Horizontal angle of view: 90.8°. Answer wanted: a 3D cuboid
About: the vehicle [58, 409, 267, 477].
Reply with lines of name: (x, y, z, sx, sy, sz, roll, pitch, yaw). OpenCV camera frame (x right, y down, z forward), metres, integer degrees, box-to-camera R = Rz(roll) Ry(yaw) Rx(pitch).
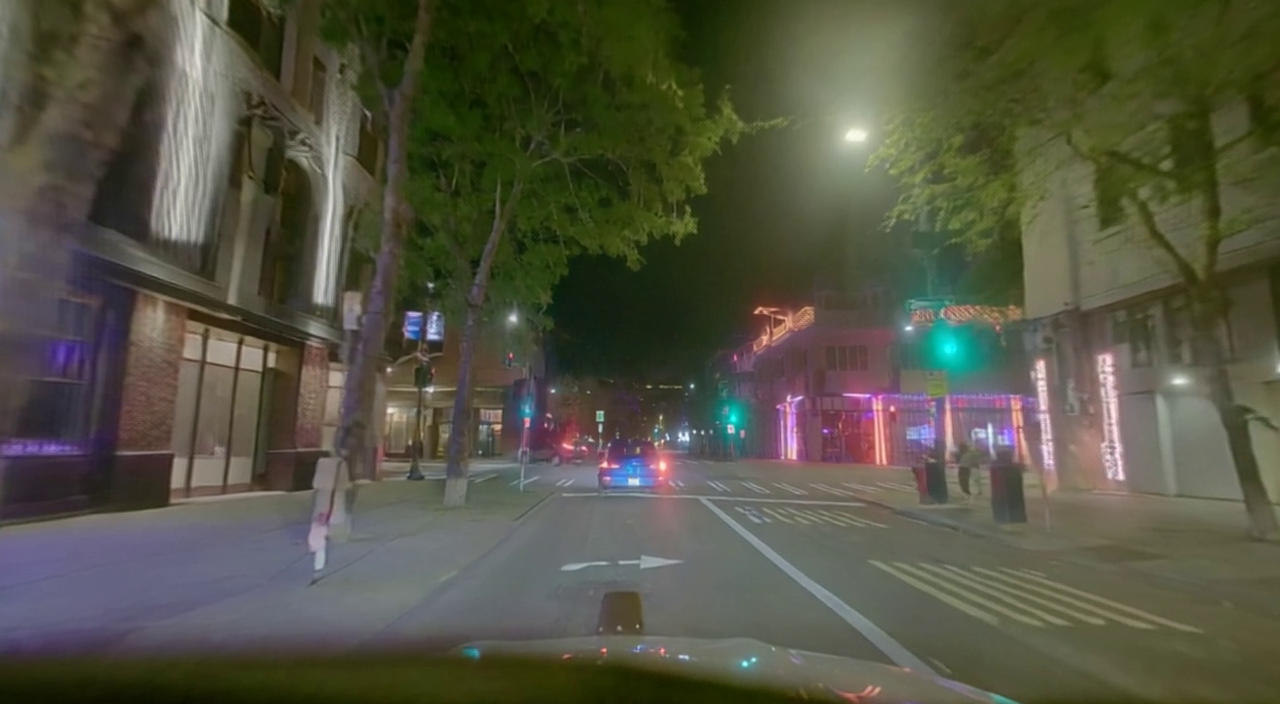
vehicle: (-17.958, 3.472, 24.080, 5.858, 2.396, 2.319, 1, -9, -2)

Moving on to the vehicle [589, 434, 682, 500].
vehicle: (-0.165, 2.956, 16.698, 2.106, 1.482, 4.459, 0, -9, -2)

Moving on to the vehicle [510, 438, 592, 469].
vehicle: (-4.721, 5.302, 33.162, 1.871, 1.468, 4.627, 8, -12, -44)
